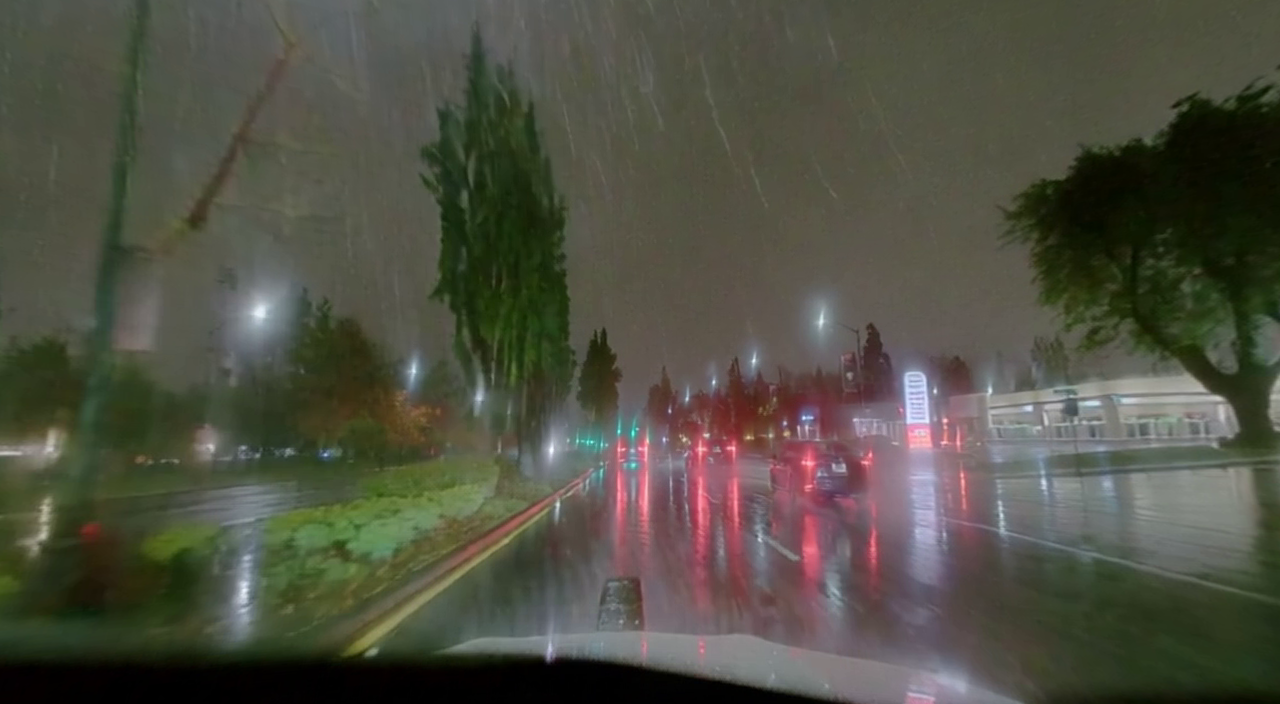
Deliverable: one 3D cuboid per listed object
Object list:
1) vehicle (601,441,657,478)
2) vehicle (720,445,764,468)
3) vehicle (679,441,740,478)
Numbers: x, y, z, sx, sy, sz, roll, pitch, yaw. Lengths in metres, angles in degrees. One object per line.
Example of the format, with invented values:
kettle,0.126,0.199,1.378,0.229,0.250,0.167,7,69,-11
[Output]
vehicle,-0.501,4.670,27.770,2.242,1.474,4.127,0,-8,-2
vehicle,6.525,6.706,40.843,2.068,1.393,3.874,0,-8,-2
vehicle,3.030,4.824,28.644,2.057,1.491,4.675,0,-8,-2
